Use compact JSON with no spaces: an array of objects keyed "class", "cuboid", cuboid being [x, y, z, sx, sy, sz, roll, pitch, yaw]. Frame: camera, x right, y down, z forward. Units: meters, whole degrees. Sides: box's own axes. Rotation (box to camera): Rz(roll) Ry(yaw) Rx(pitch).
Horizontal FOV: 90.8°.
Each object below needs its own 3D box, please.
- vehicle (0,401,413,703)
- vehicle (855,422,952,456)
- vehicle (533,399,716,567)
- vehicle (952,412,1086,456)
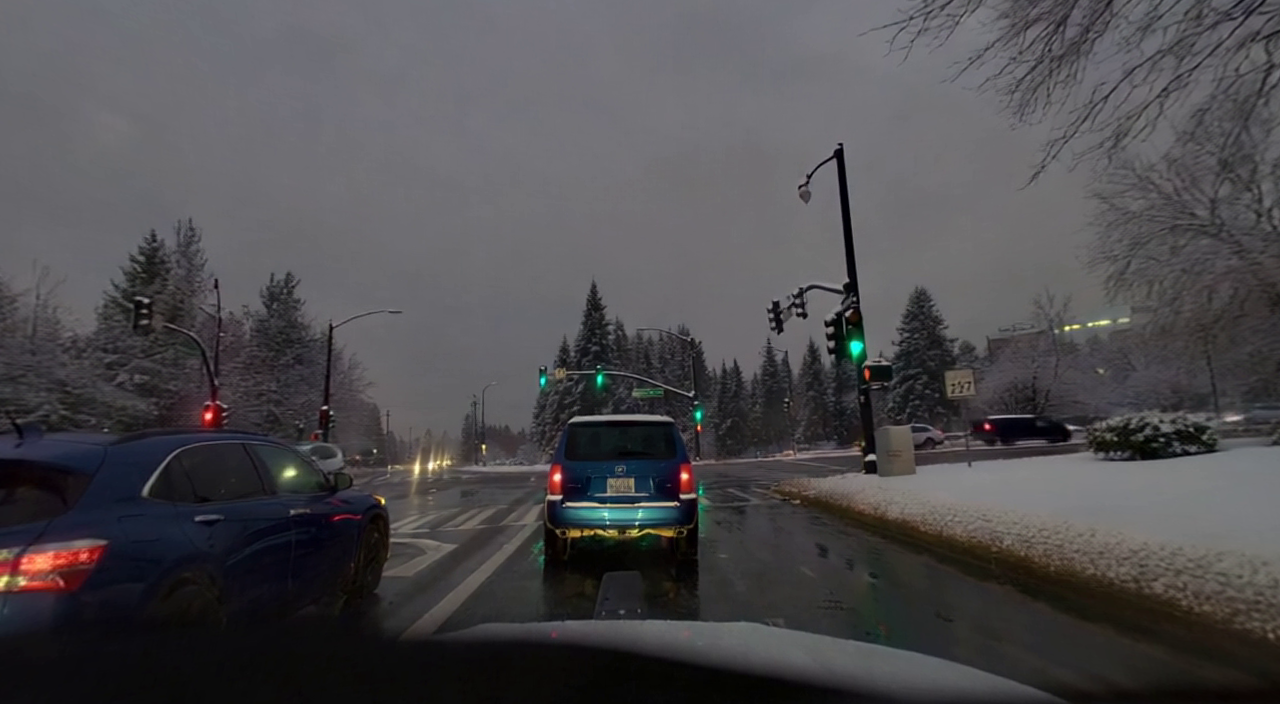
[{"class":"vehicle","cuboid":[-3.374,1.258,4.546,2.011,1.527,4.008,0,-8,-1]},{"class":"vehicle","cuboid":[15.003,4.966,35.992,4.872,1.806,2.107,3,-9,-20]},{"class":"vehicle","cuboid":[-0.184,1.793,9.332,2.059,1.877,4.249,0,-8,0]},{"class":"vehicle","cuboid":[17.973,3.899,30.064,5.215,1.967,2.392,2,-9,-15]}]
